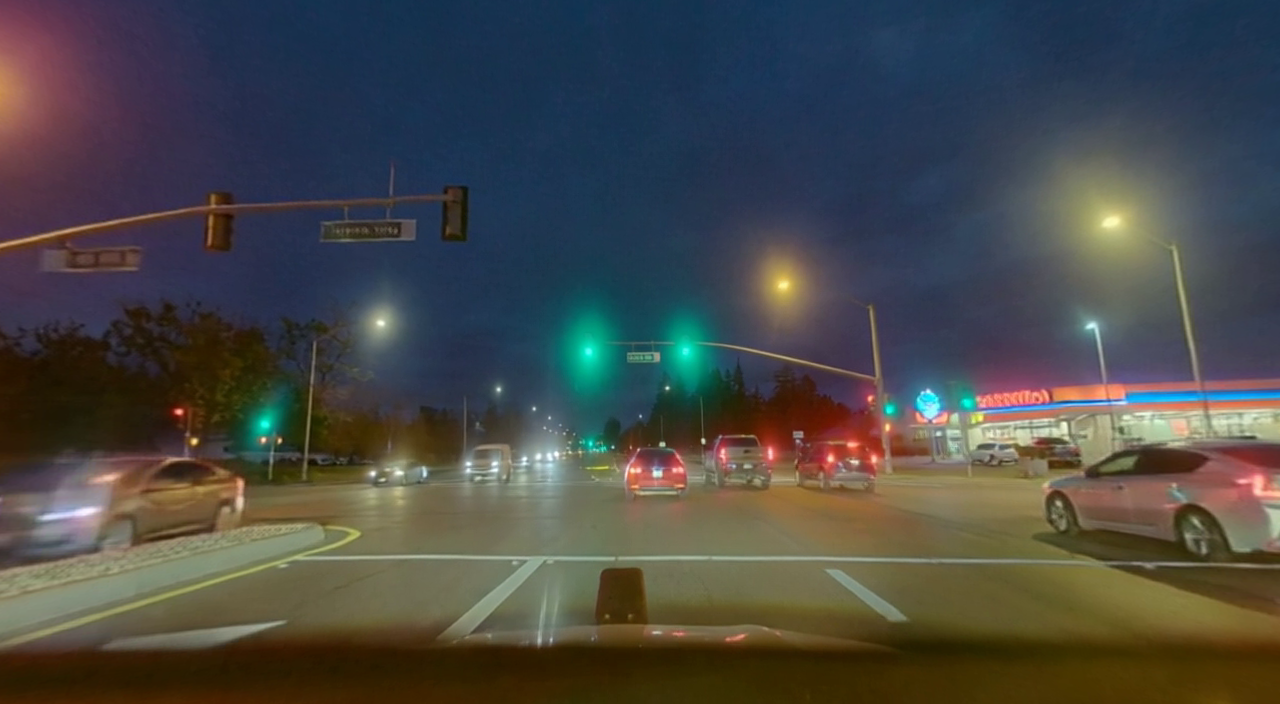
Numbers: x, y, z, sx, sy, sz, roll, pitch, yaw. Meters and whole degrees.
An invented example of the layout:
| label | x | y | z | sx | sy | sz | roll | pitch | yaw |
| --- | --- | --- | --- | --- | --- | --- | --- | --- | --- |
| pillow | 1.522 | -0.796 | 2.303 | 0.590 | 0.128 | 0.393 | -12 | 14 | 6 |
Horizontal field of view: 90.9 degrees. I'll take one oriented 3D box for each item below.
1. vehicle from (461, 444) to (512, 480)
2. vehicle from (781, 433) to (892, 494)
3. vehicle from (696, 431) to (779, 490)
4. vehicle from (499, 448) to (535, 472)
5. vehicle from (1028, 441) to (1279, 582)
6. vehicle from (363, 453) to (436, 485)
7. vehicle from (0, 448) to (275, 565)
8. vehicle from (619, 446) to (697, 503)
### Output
| label | x | y | z | sx | sy | sz | roll | pitch | yaw |
| --- | --- | --- | --- | --- | --- | --- | --- | --- | --- |
| vehicle | -8.326 | 5.983 | 34.576 | 1.904 | 1.789 | 4.021 | 0 | -8 | -1 |
| vehicle | 7.180 | 4.112 | 23.766 | 2.323 | 2.009 | 5.266 | 0 | -8 | -2 |
| vehicle | 3.738 | 4.303 | 25.385 | 2.358 | 2.116 | 5.328 | 0 | -8 | -1 |
| vehicle | -8.797 | 7.743 | 45.338 | 1.827 | 1.602 | 4.115 | 0 | -8 | -1 |
| vehicle | 7.829 | 2.018 | 8.831 | 1.905 | 1.498 | 4.463 | 0 | -8 | -1 |
| vehicle | -12.491 | 6.070 | 33.060 | 1.969 | 1.486 | 4.773 | 0 | -8 | 0 |
| vehicle | -8.313 | 2.332 | 10.343 | 2.002 | 1.469 | 4.301 | 0 | -8 | 1 |
| vehicle | 0.423 | 3.485 | 18.376 | 2.038 | 1.447 | 3.756 | 0 | -8 | -1 |
